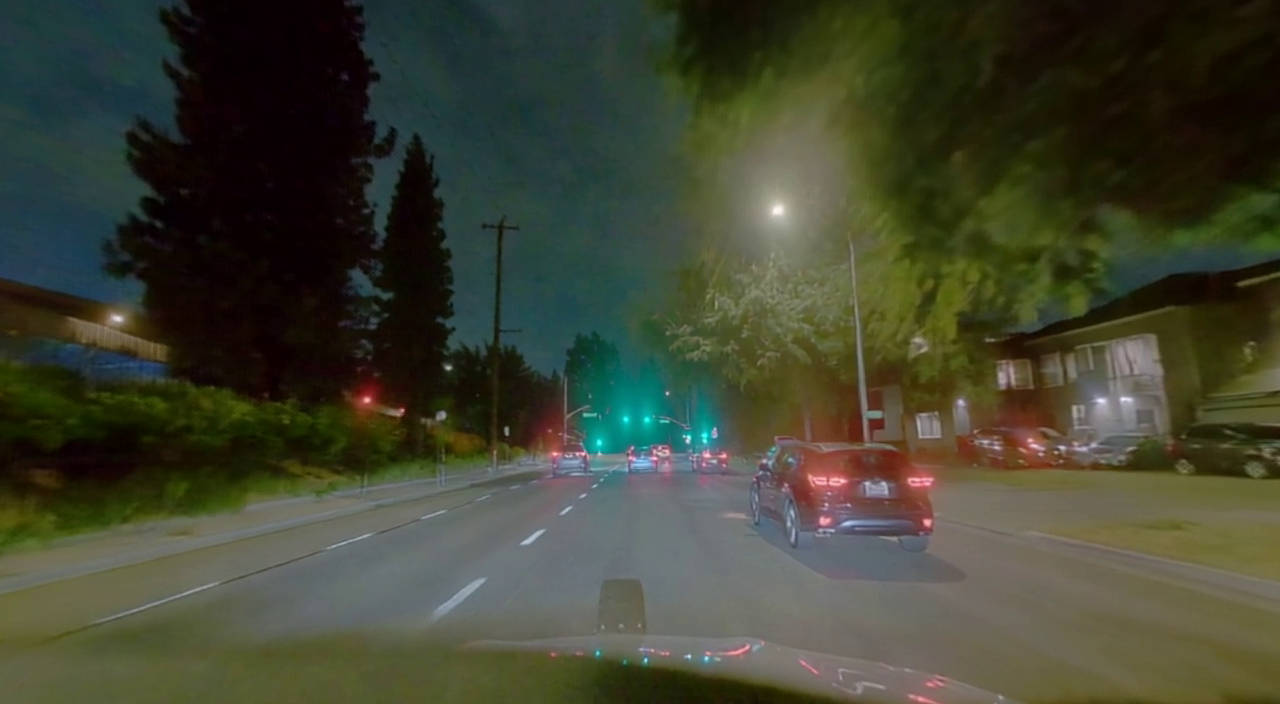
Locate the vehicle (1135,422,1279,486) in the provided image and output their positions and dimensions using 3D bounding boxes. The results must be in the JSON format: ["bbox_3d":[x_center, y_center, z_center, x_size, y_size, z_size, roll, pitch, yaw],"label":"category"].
[{"bbox_3d":[20.783,3.502,21.956,2.177,1.947,5.935,0,-8,0],"label":"vehicle"}]

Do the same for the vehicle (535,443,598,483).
[{"bbox_3d":[-2.982,4.582,26.403,2.012,1.505,4.205,0,-8,2],"label":"vehicle"}]

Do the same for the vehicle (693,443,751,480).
[{"bbox_3d":[3.479,4.727,27.486,1.943,1.484,4.030,0,-8,-1],"label":"vehicle"}]

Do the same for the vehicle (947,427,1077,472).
[{"bbox_3d":[16.675,4.454,28.718,2.478,1.836,5.409,0,-9,-2],"label":"vehicle"}]

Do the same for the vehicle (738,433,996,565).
[{"bbox_3d":[2.944,2.008,9.470,2.158,1.483,4.415,0,-8,-1],"label":"vehicle"}]

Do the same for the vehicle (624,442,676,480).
[{"bbox_3d":[0.396,4.657,27.247,2.101,1.467,4.210,0,-8,0],"label":"vehicle"}]
